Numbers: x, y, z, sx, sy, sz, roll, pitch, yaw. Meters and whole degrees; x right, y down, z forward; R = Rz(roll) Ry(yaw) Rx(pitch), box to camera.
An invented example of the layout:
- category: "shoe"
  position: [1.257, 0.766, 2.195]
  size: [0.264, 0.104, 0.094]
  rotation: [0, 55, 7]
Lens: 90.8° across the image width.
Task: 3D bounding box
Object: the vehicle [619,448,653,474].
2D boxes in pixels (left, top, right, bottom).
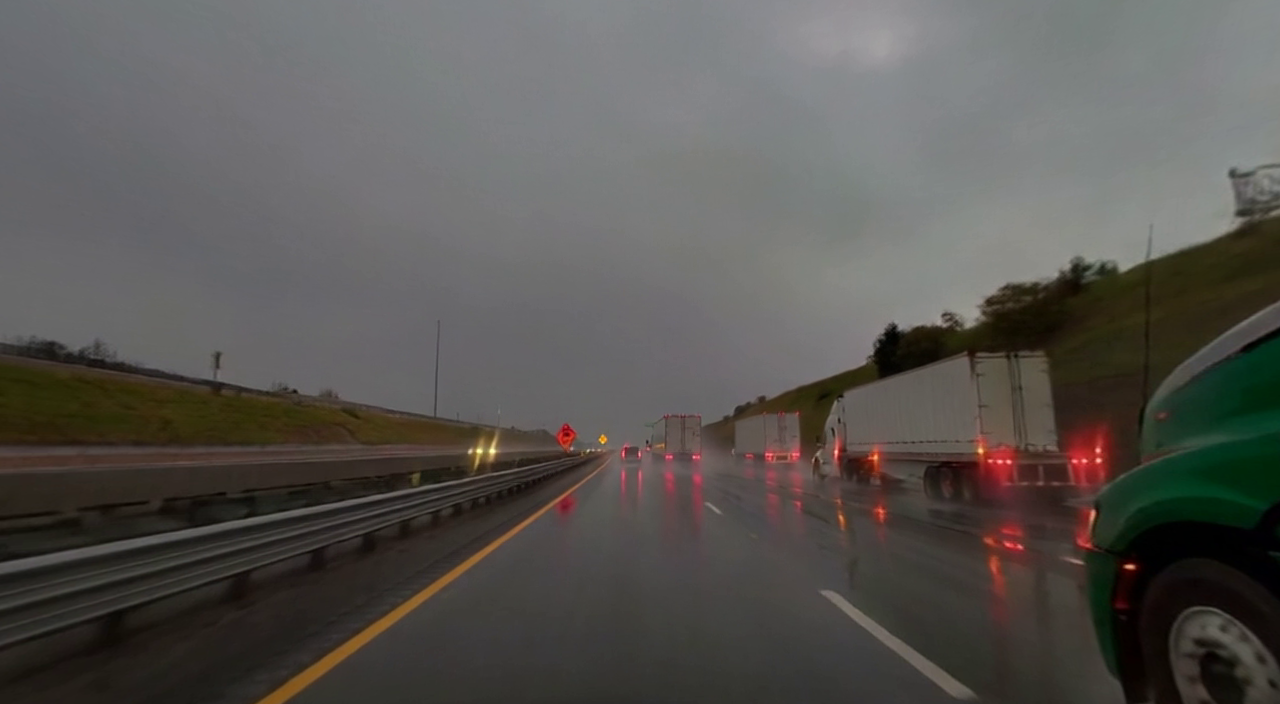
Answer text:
- category: "vehicle"
  position: [-0.258, 6.361, 36.973]
  size: [1.927, 1.437, 3.794]
  rotation: [0, -9, -1]

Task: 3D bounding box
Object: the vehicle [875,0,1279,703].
- category: "vehicle"
  position: [3.613, -0.055, 2.323]
  size: [2.990, 3.934, 6.180]
  rotation: [0, -9, 0]
